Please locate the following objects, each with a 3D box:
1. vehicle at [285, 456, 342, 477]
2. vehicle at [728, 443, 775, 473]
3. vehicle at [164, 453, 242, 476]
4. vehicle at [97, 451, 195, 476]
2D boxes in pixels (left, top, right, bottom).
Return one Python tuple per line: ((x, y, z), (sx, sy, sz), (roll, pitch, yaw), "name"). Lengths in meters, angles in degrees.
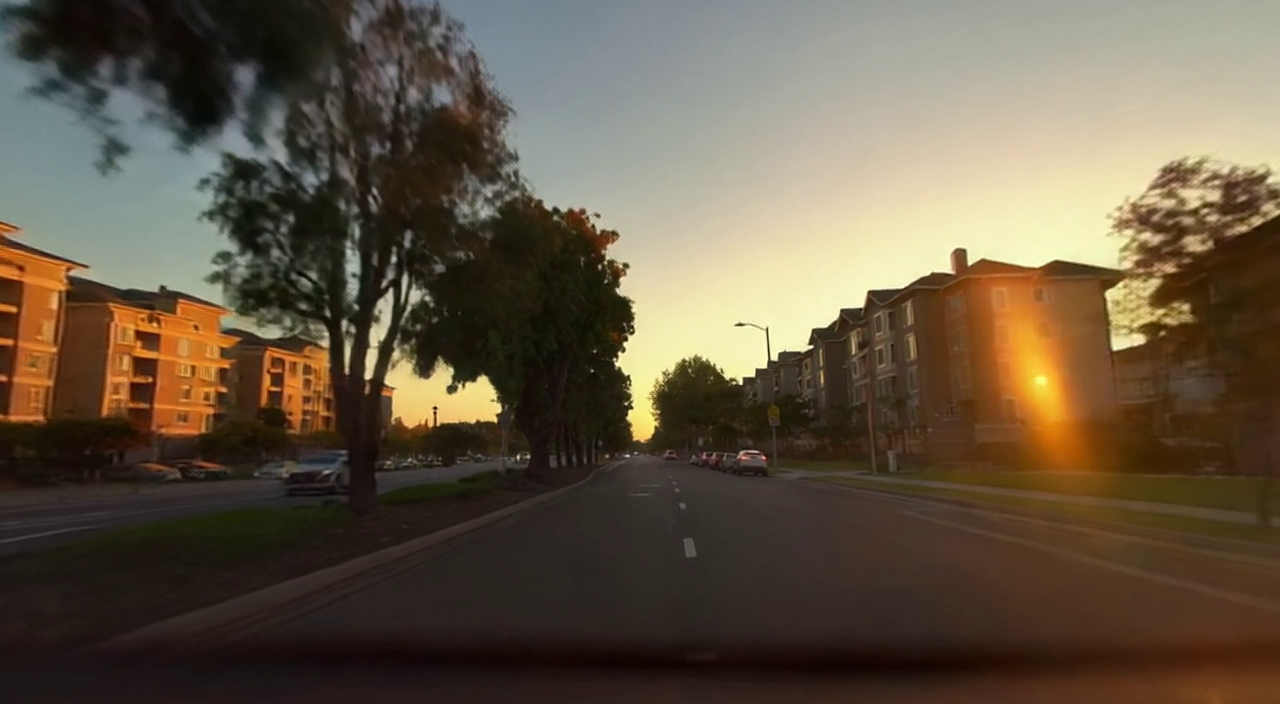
((-25.500, 8.958, 49.358), (1.931, 1.427, 4.578), (0, -9, 2), "vehicle")
((7.329, 7.021, 41.961), (2.241, 1.877, 4.810), (0, -9, 0), "vehicle")
((-32.183, 8.258, 46.395), (1.836, 1.533, 4.324), (-8, -12, 44), "vehicle")
((-32.970, 7.407, 42.073), (2.023, 1.567, 4.818), (-8, -12, 44), "vehicle")
